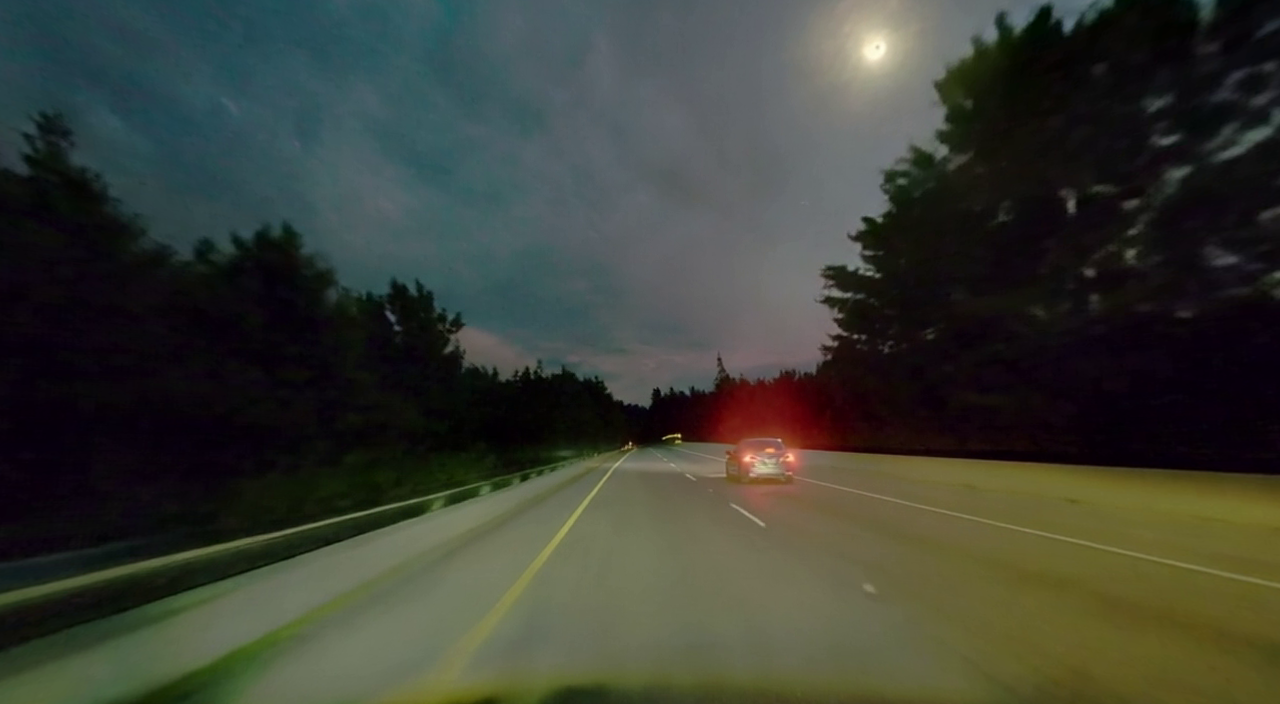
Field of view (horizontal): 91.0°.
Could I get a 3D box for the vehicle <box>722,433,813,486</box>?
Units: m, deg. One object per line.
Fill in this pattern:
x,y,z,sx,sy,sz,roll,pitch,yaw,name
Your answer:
4.086,3.527,21.002,1.905,1.525,4.719,0,-8,-2,vehicle
